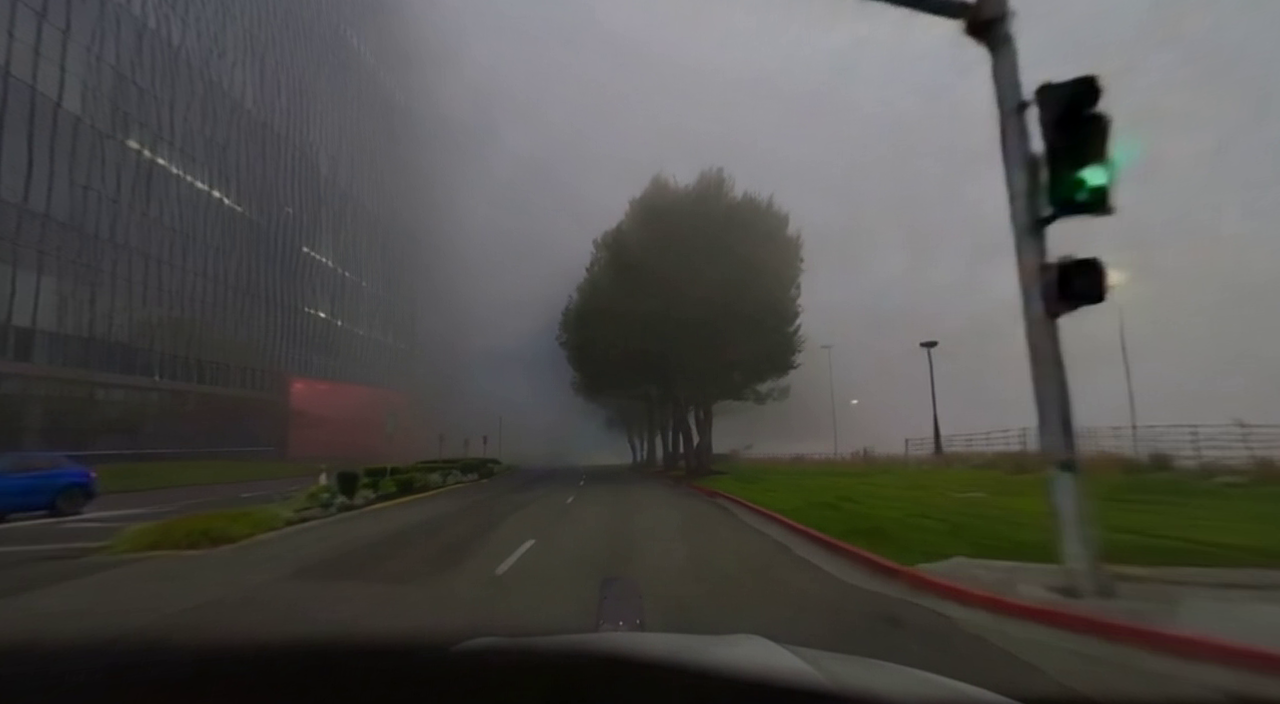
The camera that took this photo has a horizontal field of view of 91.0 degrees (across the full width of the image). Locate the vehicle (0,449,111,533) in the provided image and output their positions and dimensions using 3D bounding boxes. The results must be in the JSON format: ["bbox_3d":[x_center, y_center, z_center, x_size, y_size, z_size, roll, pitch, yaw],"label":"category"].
[{"bbox_3d":[-12.683,2.601,11.833,1.906,1.502,4.396,1,-8,-5],"label":"vehicle"}]
